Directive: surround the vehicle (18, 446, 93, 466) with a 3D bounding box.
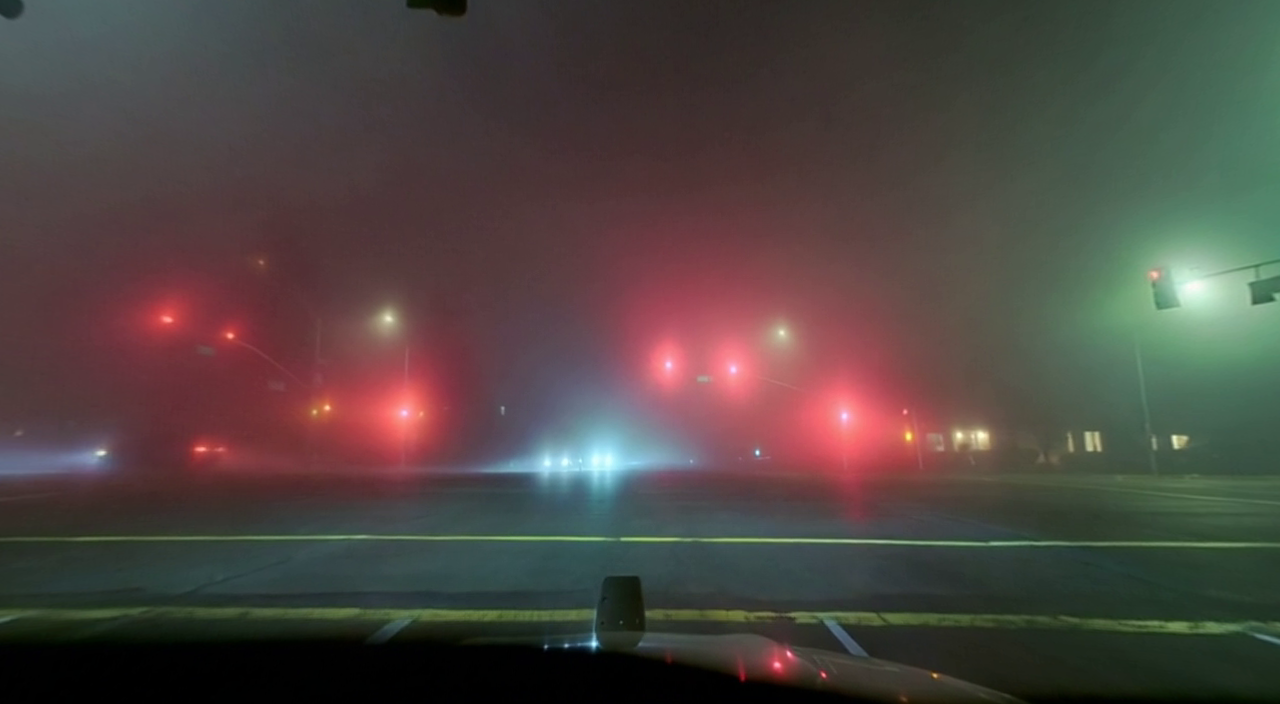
[{"bbox_3d":[-44.173,7.876,47.782,3.949,1.422,1.744,-1,-8,2],"label":"vehicle"}]

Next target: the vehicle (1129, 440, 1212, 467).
[{"bbox_3d":[36.888,7.067,44.114,1.853,1.723,4.460,0,-8,0],"label":"vehicle"}]

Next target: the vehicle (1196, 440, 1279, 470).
[{"bbox_3d":[37.684,6.347,39.137,1.915,1.773,4.499,1,-9,-9],"label":"vehicle"}]

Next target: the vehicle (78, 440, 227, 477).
[{"bbox_3d":[-19.911,4.361,25.965,4.560,1.463,1.858,0,-9,1],"label":"vehicle"}]
